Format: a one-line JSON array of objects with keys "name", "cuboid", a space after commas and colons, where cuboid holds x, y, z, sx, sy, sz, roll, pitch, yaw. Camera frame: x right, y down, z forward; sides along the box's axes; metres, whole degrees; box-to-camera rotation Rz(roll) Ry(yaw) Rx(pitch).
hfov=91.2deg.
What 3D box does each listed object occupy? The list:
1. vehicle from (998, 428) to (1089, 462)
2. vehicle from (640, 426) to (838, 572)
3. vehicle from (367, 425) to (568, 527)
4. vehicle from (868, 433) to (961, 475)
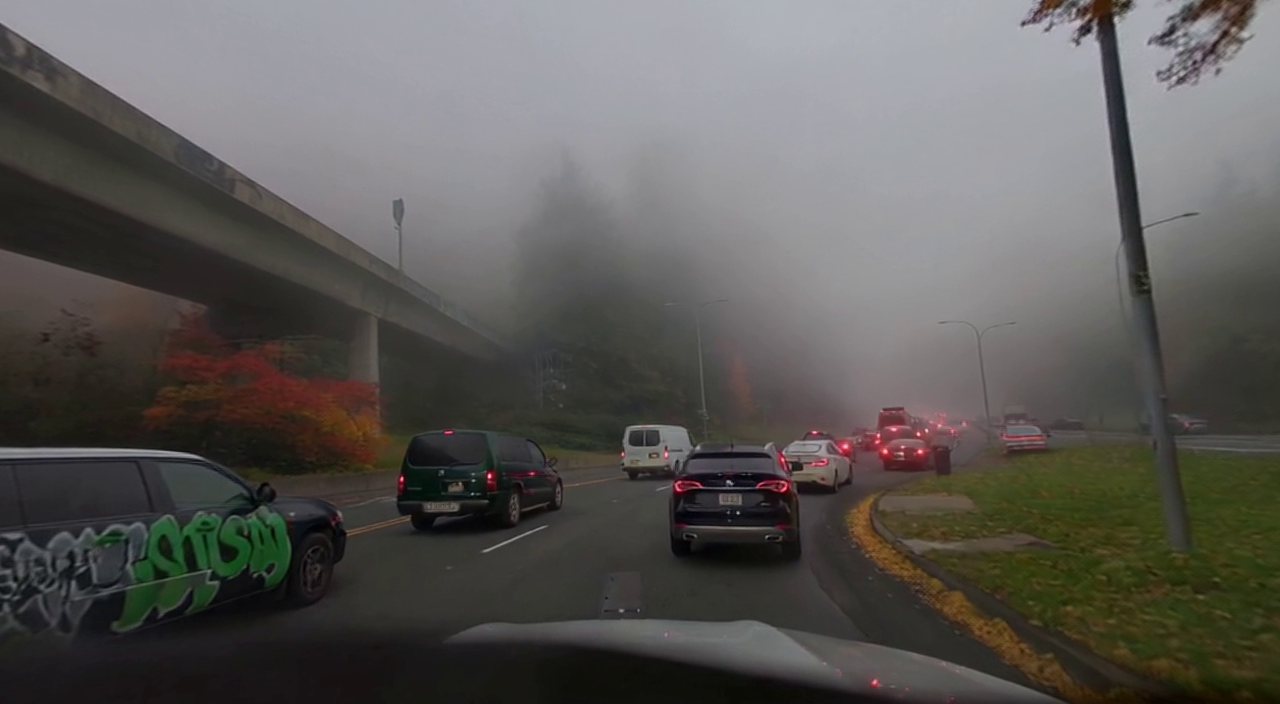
[{"name": "vehicle", "cuboid": [18.796, 4.333, 29.180, 3.934, 1.485, 1.763, 5, -10, -29]}, {"name": "vehicle", "cuboid": [1.584, 1.871, 8.725, 2.064, 1.515, 3.722, -3, -9, 18]}, {"name": "vehicle", "cuboid": [-2.972, 2.257, 11.896, 1.921, 1.554, 4.081, -3, -9, 13]}, {"name": "vehicle", "cuboid": [10.646, 3.916, 24.160, 3.902, 1.446, 1.780, 8, -12, -42]}]
